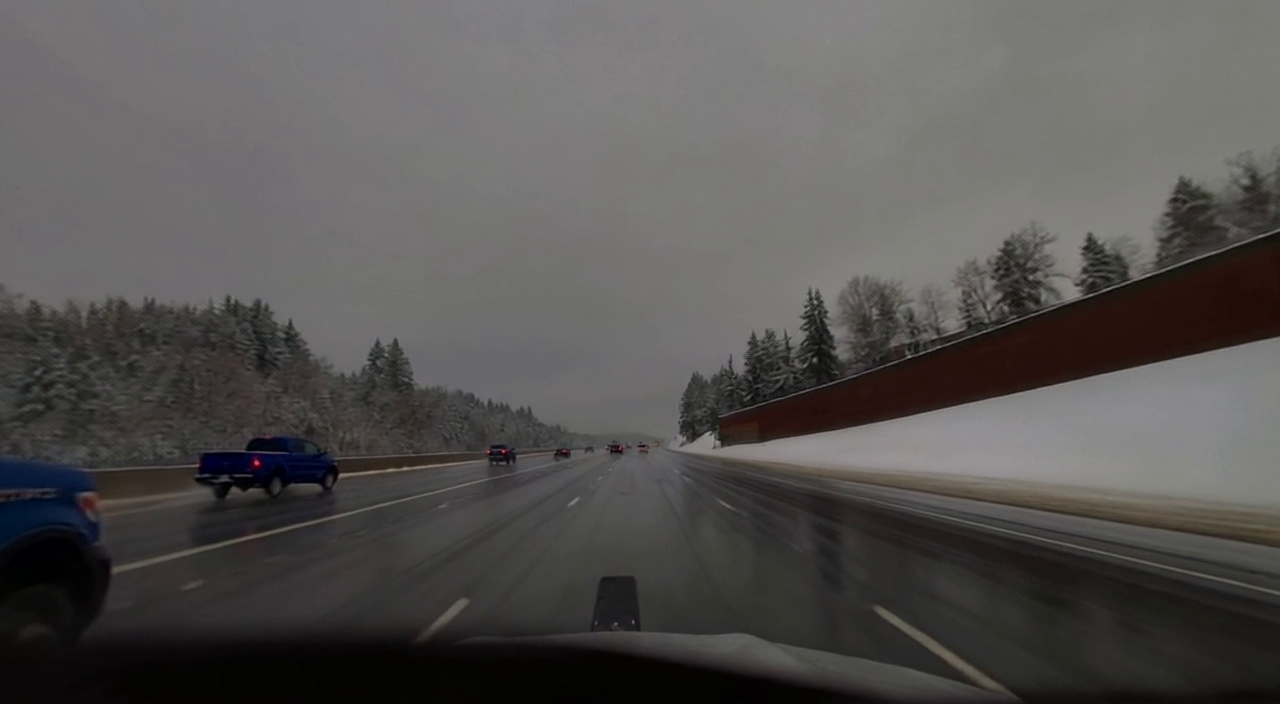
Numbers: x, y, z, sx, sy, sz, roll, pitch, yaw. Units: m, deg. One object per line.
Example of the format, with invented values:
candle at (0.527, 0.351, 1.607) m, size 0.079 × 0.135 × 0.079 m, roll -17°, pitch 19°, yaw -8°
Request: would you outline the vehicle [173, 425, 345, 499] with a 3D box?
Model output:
vehicle at (-10.864, 3.183, 18.593) m, size 2.012 × 1.875 × 4.895 m, roll 0°, pitch -9°, yaw 0°
